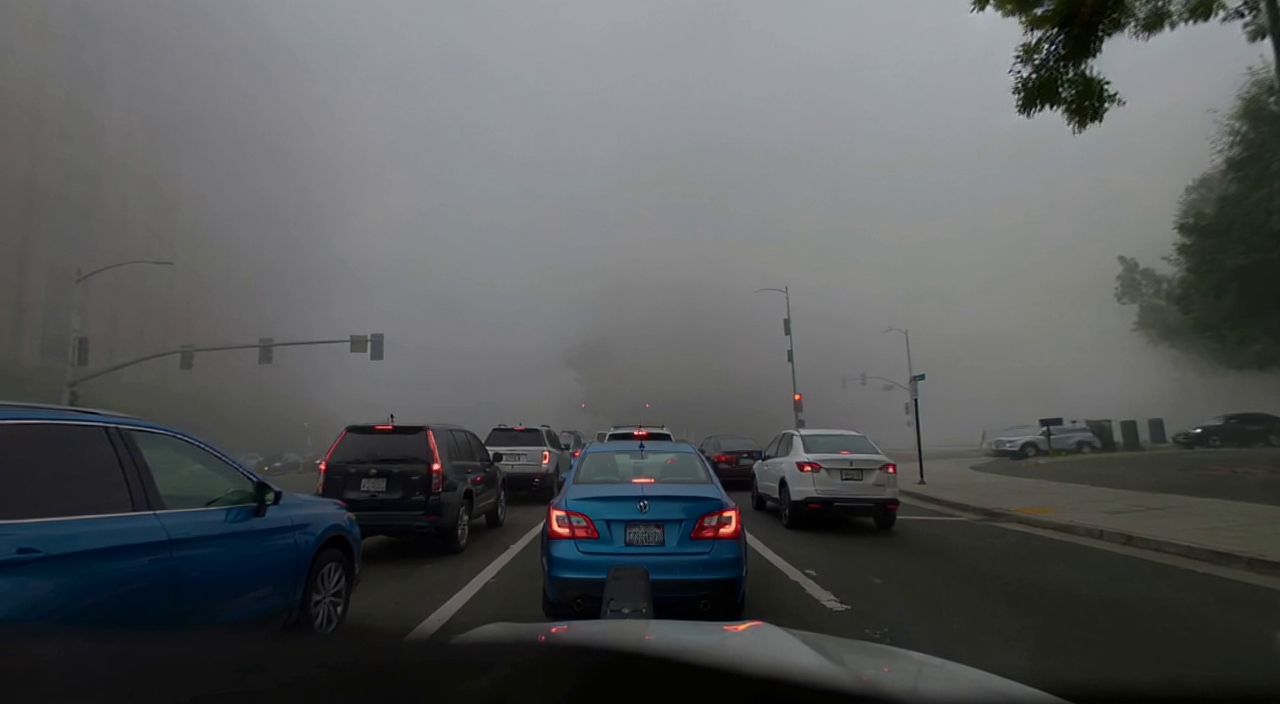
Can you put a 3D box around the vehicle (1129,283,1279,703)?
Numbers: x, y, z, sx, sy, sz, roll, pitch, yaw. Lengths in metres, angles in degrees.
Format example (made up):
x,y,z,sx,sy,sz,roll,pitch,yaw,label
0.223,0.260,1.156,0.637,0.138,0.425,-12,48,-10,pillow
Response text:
x,y,z,sx,sy,sz,roll,pitch,yaw,label
3.060,0.432,0.302,2.108,1.785,4.334,0,-9,0,vehicle

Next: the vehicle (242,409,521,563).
x,y,z,sx,sy,sz,roll,pitch,yaw,label
-3.371,1.864,9.487,2.168,1.719,4.561,-1,-9,1,vehicle

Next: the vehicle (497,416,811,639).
x,y,z,sx,sy,sz,roll,pitch,yaw,label
0.089,1.502,6.372,2.147,1.507,3.953,0,-8,0,vehicle

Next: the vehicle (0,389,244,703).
x,y,z,sx,sy,sz,roll,pitch,yaw,label
-3.394,0.746,1.229,2.144,1.505,4.635,-1,-9,1,vehicle

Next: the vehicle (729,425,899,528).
x,y,z,sx,sy,sz,roll,pitch,yaw,label
3.157,2.356,12.501,2.110,1.661,4.295,0,-9,0,vehicle
